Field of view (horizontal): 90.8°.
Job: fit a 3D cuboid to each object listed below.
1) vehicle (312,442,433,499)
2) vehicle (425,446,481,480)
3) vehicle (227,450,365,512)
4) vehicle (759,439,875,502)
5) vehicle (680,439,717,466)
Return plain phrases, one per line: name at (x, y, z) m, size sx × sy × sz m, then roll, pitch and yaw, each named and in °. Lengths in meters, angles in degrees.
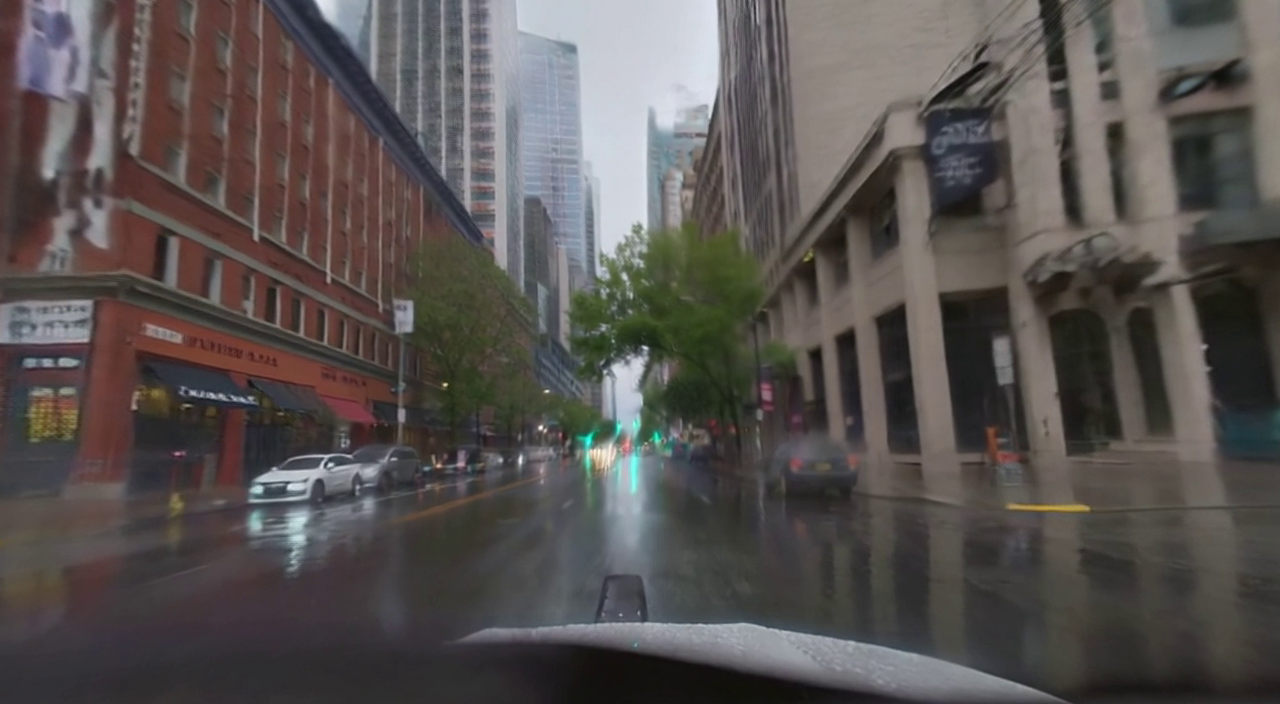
vehicle at (-11.045, 4.881, 26.755) m, size 2.574 × 1.922 × 6.292 m, roll -4°, pitch -8°, yaw -2°
vehicle at (-11.517, 6.816, 39.298) m, size 1.970 × 1.828 × 5.519 m, roll -3°, pitch -8°, yaw -2°
vehicle at (-11.162, 4.163, 20.974) m, size 1.992 × 1.629 × 4.773 m, roll -4°, pitch -8°, yaw -1°
vehicle at (4.821, 3.281, 17.942) m, size 1.929 × 1.522 × 4.543 m, roll 0°, pitch -8°, yaw 0°
vehicle at (4.394, 7.663, 48.445) m, size 2.237 × 1.908 × 5.320 m, roll 0°, pitch -8°, yaw -1°
